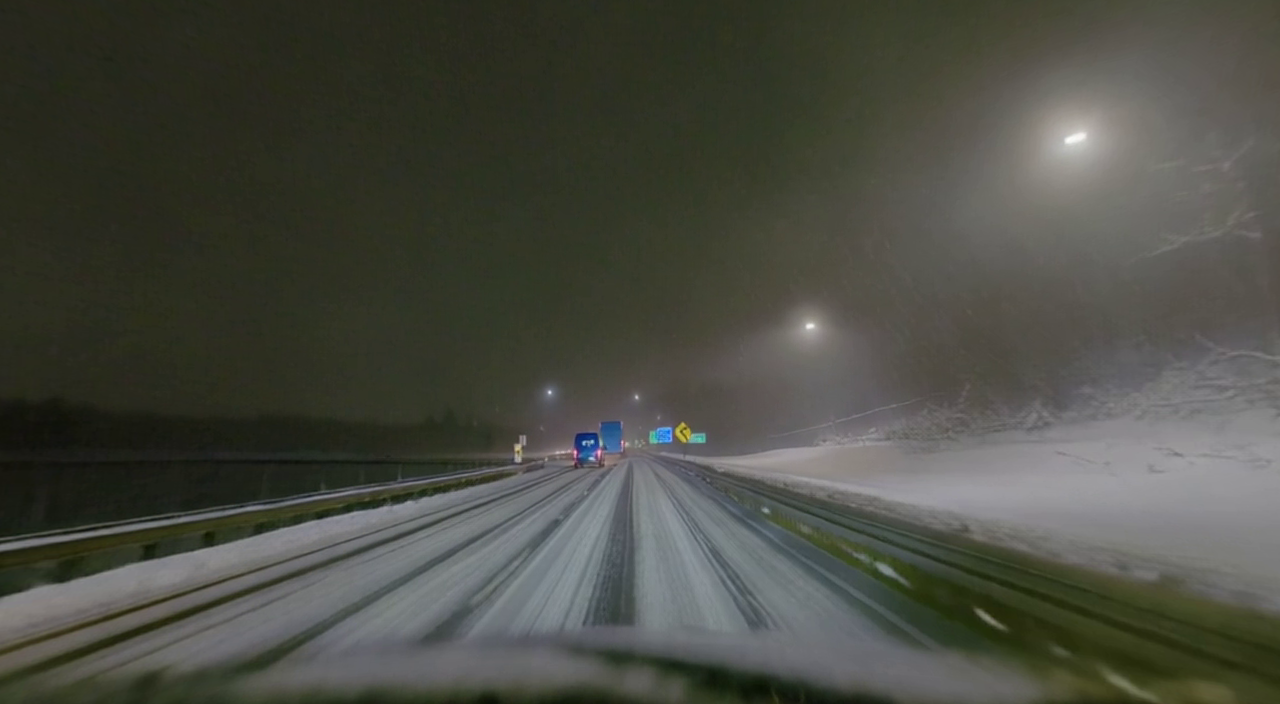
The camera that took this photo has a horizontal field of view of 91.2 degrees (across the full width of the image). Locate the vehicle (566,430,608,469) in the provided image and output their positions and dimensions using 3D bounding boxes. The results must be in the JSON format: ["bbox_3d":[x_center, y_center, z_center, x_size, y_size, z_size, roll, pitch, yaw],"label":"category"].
[{"bbox_3d":[-3.760,7.108,45.735,2.463,2.640,7.034,0,-9,0],"label":"vehicle"}]
